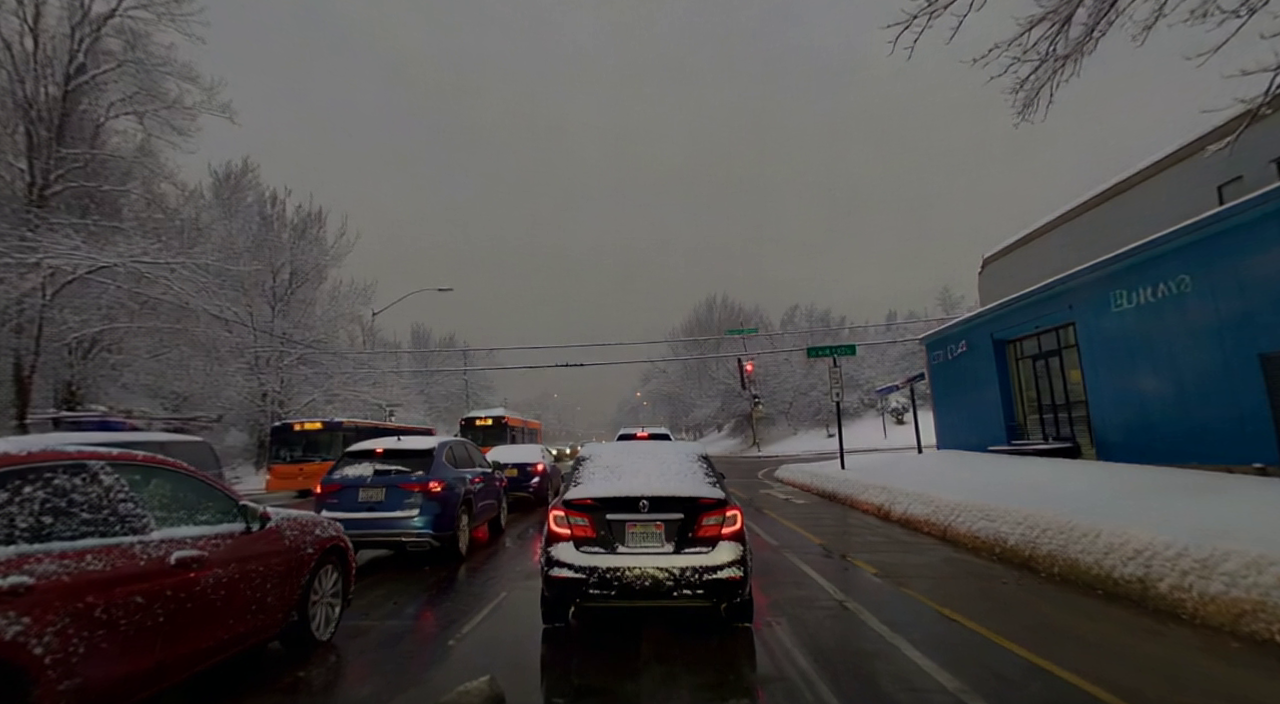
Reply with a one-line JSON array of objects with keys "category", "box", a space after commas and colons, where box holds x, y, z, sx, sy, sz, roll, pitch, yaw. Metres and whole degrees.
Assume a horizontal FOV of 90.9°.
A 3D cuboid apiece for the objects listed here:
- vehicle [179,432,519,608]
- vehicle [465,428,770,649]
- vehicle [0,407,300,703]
[{"category": "vehicle", "box": [-2.915, 1.760, 7.632, 1.944, 1.481, 4.385, 0, -8, 1]}, {"category": "vehicle", "box": [-0.136, 1.527, 6.167, 2.031, 1.461, 3.763, 0, -8, 0]}, {"category": "vehicle", "box": [-3.165, 0.873, 1.723, 1.867, 1.486, 4.452, 0, -8, 2]}]
